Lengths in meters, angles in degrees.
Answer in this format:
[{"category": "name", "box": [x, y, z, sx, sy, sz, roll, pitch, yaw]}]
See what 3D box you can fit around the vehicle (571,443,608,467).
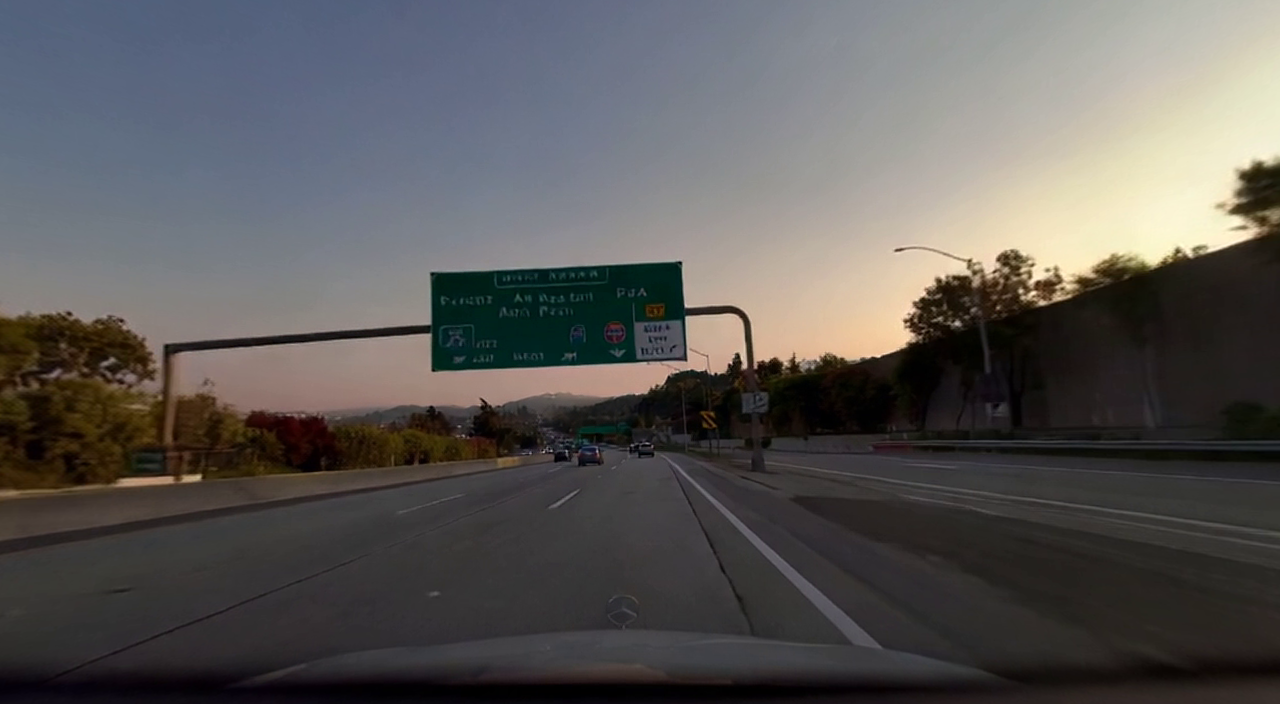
[{"category": "vehicle", "box": [-3.326, 6.881, 42.197, 2.112, 1.489, 4.266, -1, -8, 0]}]
